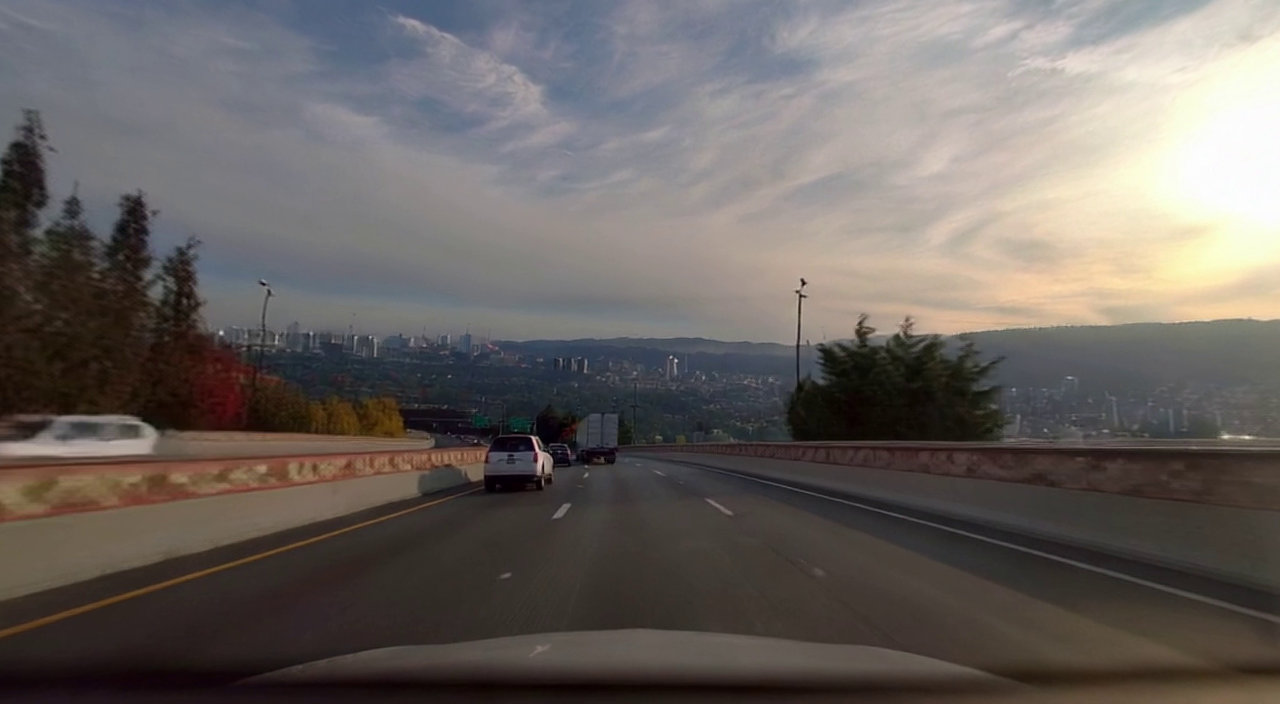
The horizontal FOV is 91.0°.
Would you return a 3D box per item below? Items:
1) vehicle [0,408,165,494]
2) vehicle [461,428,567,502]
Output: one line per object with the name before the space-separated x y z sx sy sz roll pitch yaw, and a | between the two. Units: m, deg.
vehicle | -13.251 2.145 13.736 2.187 1.625 4.614 0 -9 -1
vehicle | -3.269 3.031 17.297 2.041 1.734 4.391 1 -9 -1
